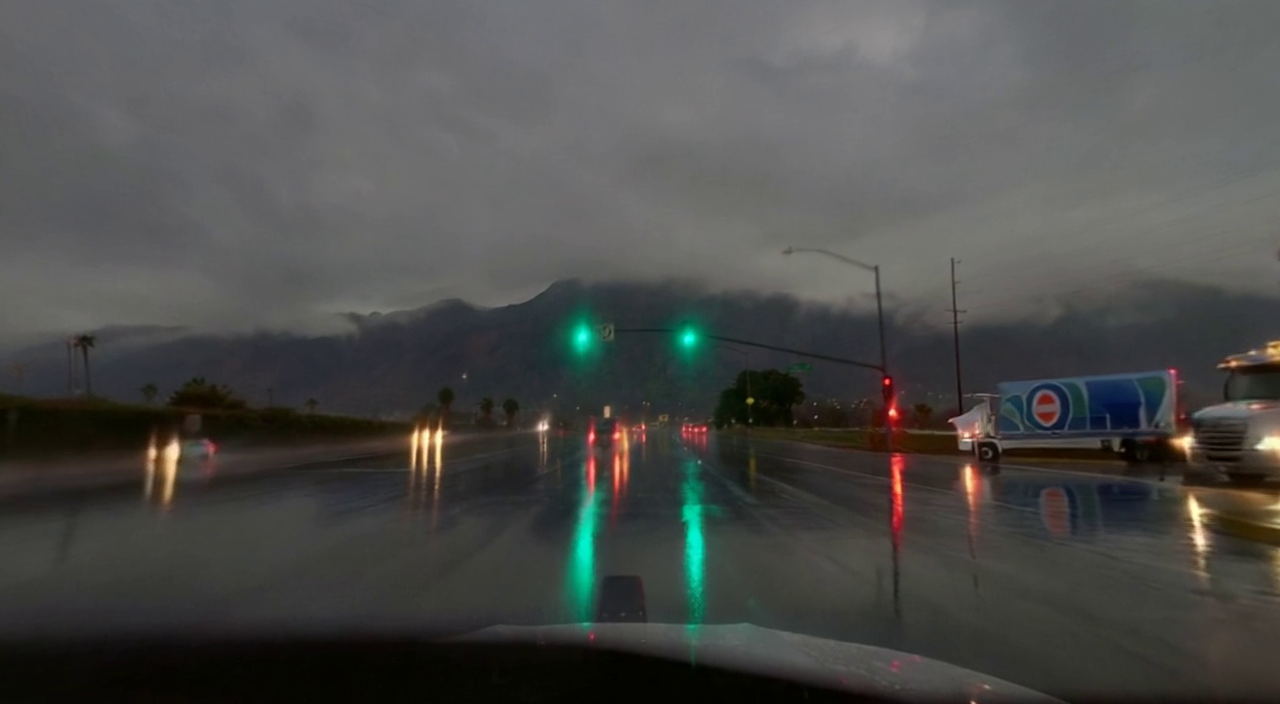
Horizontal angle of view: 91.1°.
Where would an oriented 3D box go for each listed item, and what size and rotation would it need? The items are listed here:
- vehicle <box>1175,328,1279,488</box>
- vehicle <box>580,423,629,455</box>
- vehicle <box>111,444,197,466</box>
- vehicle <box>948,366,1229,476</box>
[{"bbox_3d":[18.379,1.521,16.467,5.512,3.865,3.002,-1,-9,3],"label":"vehicle"},{"bbox_3d":[-1.958,4.988,35.956,2.287,1.712,4.537,0,-8,3],"label":"vehicle"},{"bbox_3d":[-35.428,7.513,45.933,1.827,1.543,4.741,-2,-9,14],"label":"vehicle"},{"bbox_3d":[15.088,2.491,21.993,7.088,3.414,3.237,-2,-9,16],"label":"vehicle"}]
